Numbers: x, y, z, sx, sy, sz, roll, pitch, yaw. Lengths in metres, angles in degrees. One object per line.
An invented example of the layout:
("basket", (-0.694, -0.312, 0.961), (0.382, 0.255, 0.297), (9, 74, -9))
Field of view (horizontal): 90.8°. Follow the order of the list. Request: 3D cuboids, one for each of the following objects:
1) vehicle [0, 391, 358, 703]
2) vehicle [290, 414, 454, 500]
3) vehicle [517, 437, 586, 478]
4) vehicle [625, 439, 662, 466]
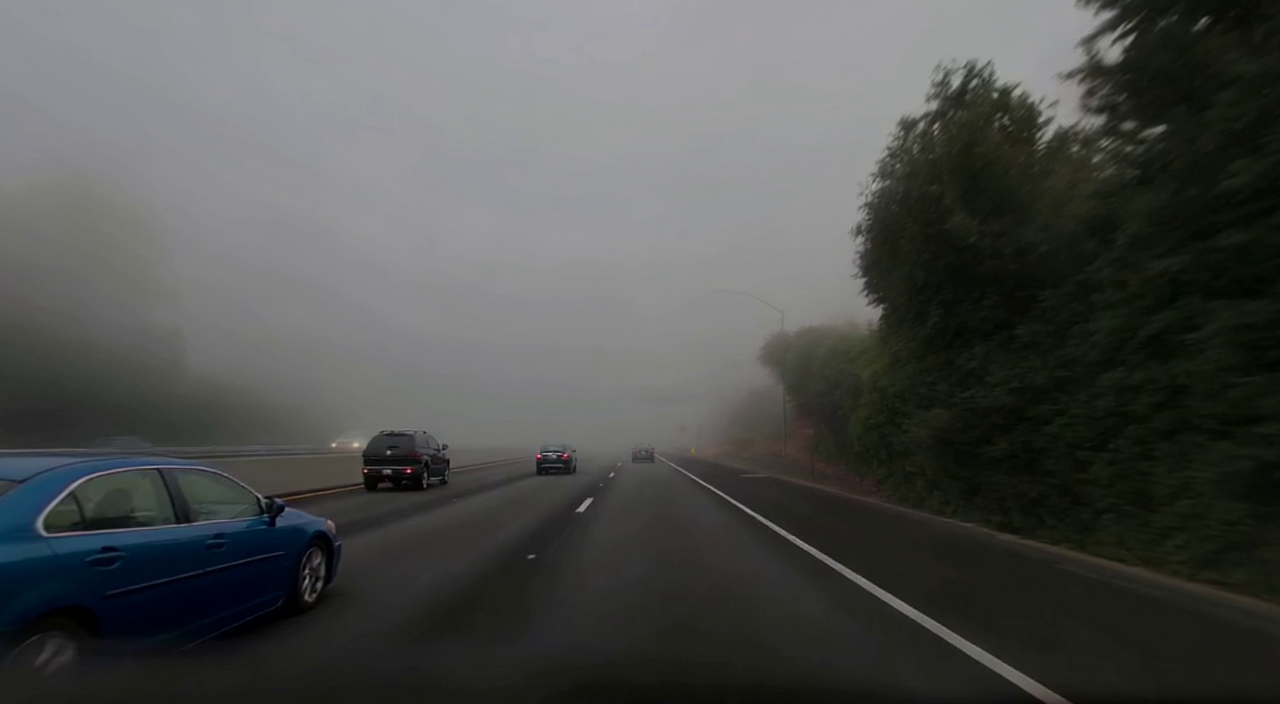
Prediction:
("vehicle", (-3.591, 1.054, 3.442), (2.025, 1.506, 4.429), (0, -8, 0))
("vehicle", (-7.032, 2.843, 17.432), (2.171, 1.982, 5.246), (0, -8, 1))
("vehicle", (-3.443, 4.220, 25.490), (2.068, 1.501, 4.395), (0, -8, 1))
("vehicle", (0.163, 5.854, 36.912), (2.018, 1.508, 4.087), (0, -8, -1))
